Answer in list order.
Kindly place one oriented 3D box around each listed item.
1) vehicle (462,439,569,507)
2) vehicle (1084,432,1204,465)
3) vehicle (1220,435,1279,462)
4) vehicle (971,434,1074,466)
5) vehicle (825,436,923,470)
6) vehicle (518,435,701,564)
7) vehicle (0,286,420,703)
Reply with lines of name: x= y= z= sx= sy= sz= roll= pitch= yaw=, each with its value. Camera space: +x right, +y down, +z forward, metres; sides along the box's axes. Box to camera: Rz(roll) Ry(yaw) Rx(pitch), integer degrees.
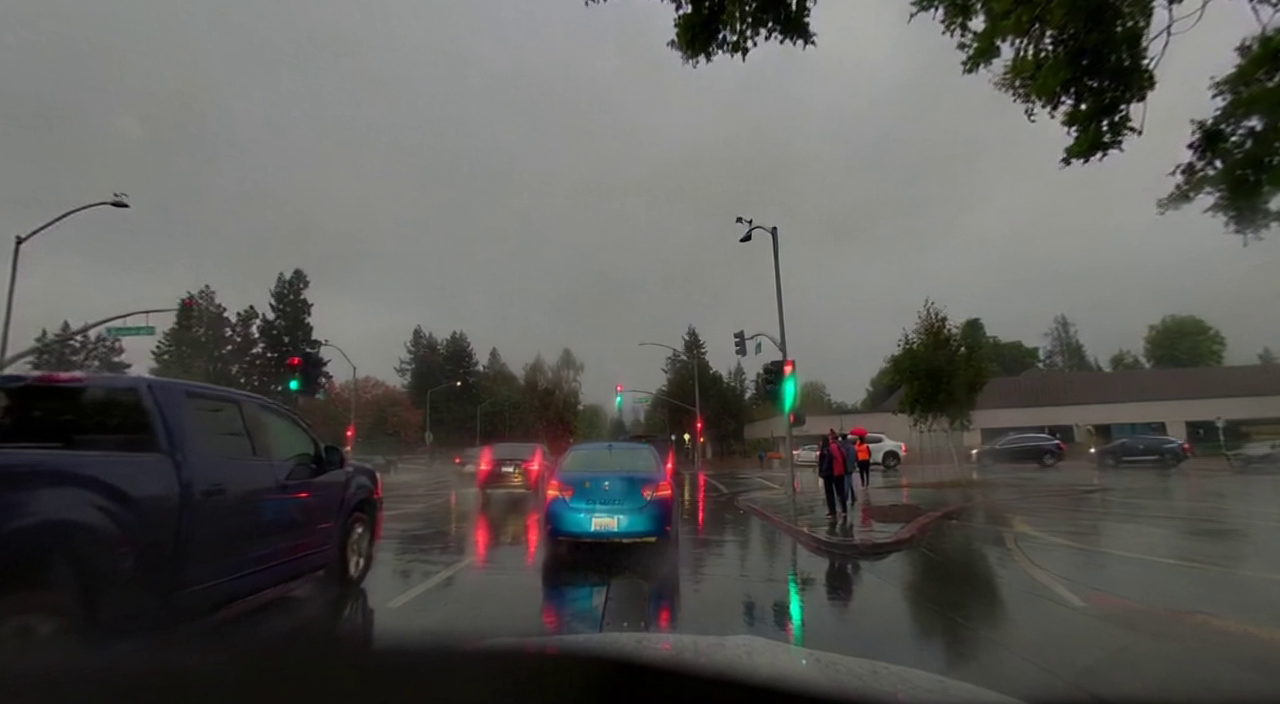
vehicle: x=-3.352 y=3.351 z=17.993 sx=2.003 sy=1.655 sz=4.878 roll=0 pitch=-8 yaw=1
vehicle: x=28.969 y=5.551 z=36.355 sx=4.967 sy=1.794 sz=2.044 roll=-1 pitch=-8 yaw=3
vehicle: x=36.254 y=5.474 z=35.777 sx=4.643 sy=1.464 sz=1.840 roll=-1 pitch=-9 yaw=3
vehicle: x=21.969 y=5.642 z=36.351 sx=4.529 sy=1.786 sz=2.110 roll=-1 pitch=-8 yaw=2
vehicle: x=12.249 y=5.338 z=33.262 sx=4.394 sy=1.724 sz=1.886 roll=0 pitch=-9 yaw=1
vehicle: x=-0.340 y=2.070 z=9.708 sx=2.144 sy=1.497 sz=4.446 roll=0 pitch=-8 yaw=0
vehicle: x=-3.618 y=1.009 z=4.424 sx=2.202 sy=1.961 sz=4.980 roll=0 pitch=-8 yaw=2
